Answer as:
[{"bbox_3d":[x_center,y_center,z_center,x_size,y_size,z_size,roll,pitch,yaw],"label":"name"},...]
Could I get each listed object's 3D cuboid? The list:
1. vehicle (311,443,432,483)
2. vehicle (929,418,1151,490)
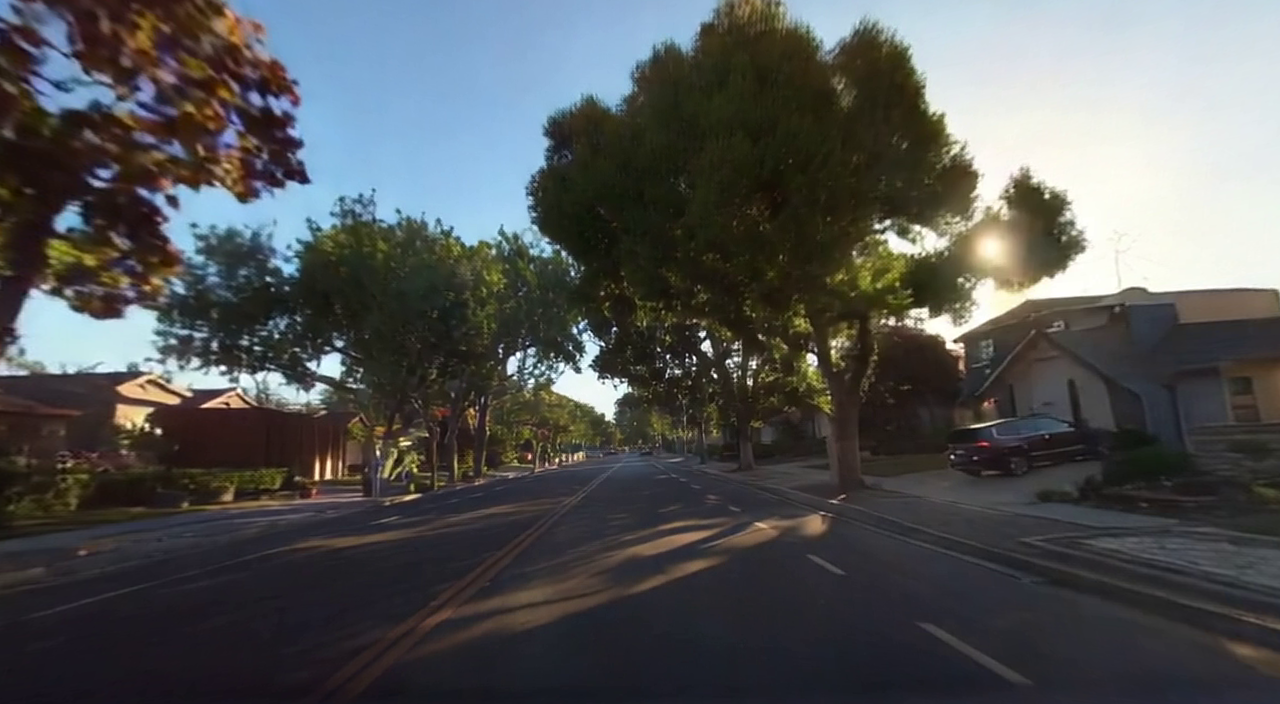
[{"bbox_3d":[-12.974,5.375,30.780,4.928,1.848,2.041,0,-9,0],"label":"vehicle"},{"bbox_3d":[10.314,2.662,16.621,4.449,1.765,1.917,0,-9,3],"label":"vehicle"}]
